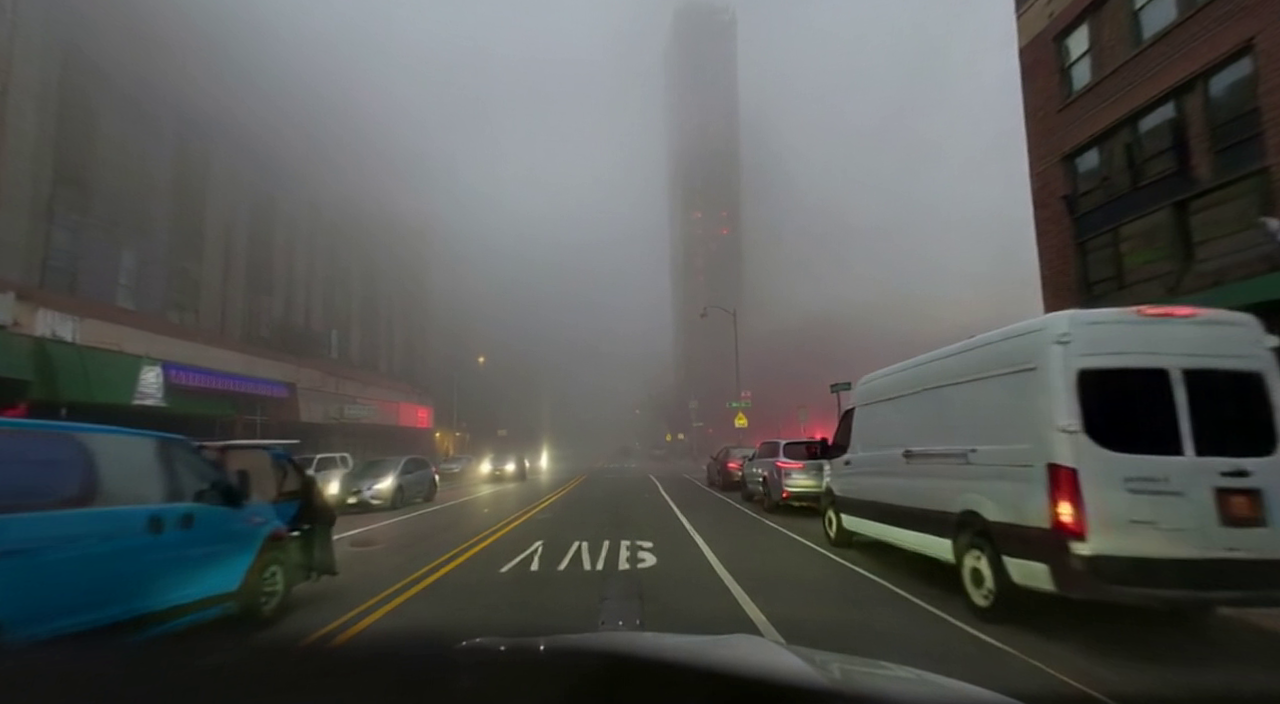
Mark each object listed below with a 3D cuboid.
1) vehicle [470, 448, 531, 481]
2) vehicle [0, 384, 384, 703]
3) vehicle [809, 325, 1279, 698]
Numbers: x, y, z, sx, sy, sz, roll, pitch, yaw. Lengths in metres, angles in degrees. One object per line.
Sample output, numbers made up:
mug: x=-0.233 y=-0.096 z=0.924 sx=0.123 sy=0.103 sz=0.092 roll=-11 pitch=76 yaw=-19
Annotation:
vehicle: x=-6.899 y=5.594 z=31.838 sx=1.993 sy=1.484 sz=4.812 roll=0 pitch=-8 yaw=0
vehicle: x=-3.282 y=1.101 z=3.475 sx=2.024 sy=1.579 sz=4.300 roll=0 pitch=-8 yaw=-2
vehicle: x=3.749 y=1.319 z=6.588 sx=2.215 sy=2.177 sz=5.608 roll=0 pitch=-8 yaw=-2
